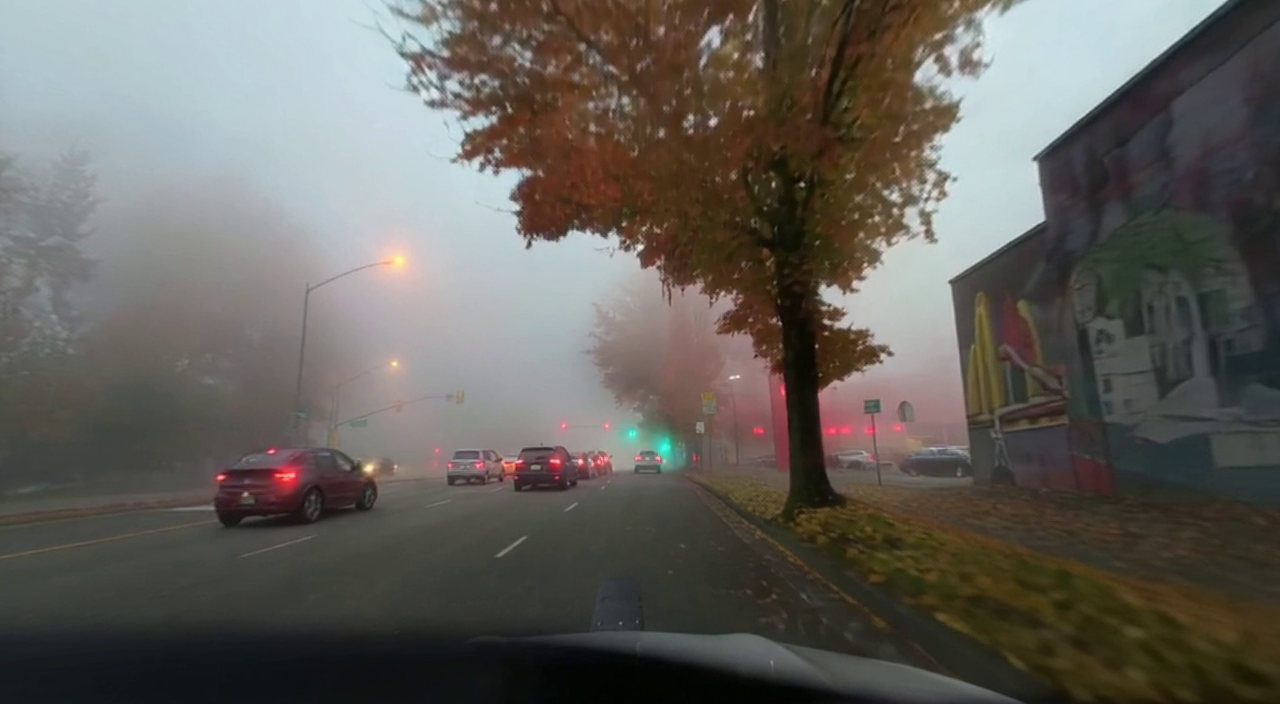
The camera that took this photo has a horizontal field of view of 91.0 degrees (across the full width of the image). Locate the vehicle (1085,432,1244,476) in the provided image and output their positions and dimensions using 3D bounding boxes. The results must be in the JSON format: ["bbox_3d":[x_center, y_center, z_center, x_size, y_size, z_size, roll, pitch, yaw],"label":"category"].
[{"bbox_3d":[20.204,3.953,24.561,1.899,1.521,4.410,2,-9,-13],"label":"vehicle"}]

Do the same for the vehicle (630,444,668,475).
[{"bbox_3d":[0.537,6.406,37.718,2.144,1.704,4.028,0,-9,0],"label":"vehicle"}]

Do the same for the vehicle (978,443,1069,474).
[{"bbox_3d":[20.006,5.570,33.139,1.938,1.490,4.750,0,-9,2],"label":"vehicle"}]

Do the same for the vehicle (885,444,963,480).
[{"bbox_3d":[14.193,5.510,31.827,1.963,1.703,4.447,0,-9,2],"label":"vehicle"}]

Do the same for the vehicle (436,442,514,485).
[{"bbox_3d":[-7.131,4.851,27.741,2.069,1.719,4.441,0,-9,2],"label":"vehicle"}]

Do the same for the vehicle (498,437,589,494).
[{"bbox_3d":[-3.048,3.729,21.007,2.165,1.663,4.513,0,-9,2],"label":"vehicle"}]

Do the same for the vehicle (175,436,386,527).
[{"bbox_3d":[-7.323,2.649,13.465,1.932,1.596,4.247,0,-9,1],"label":"vehicle"}]
